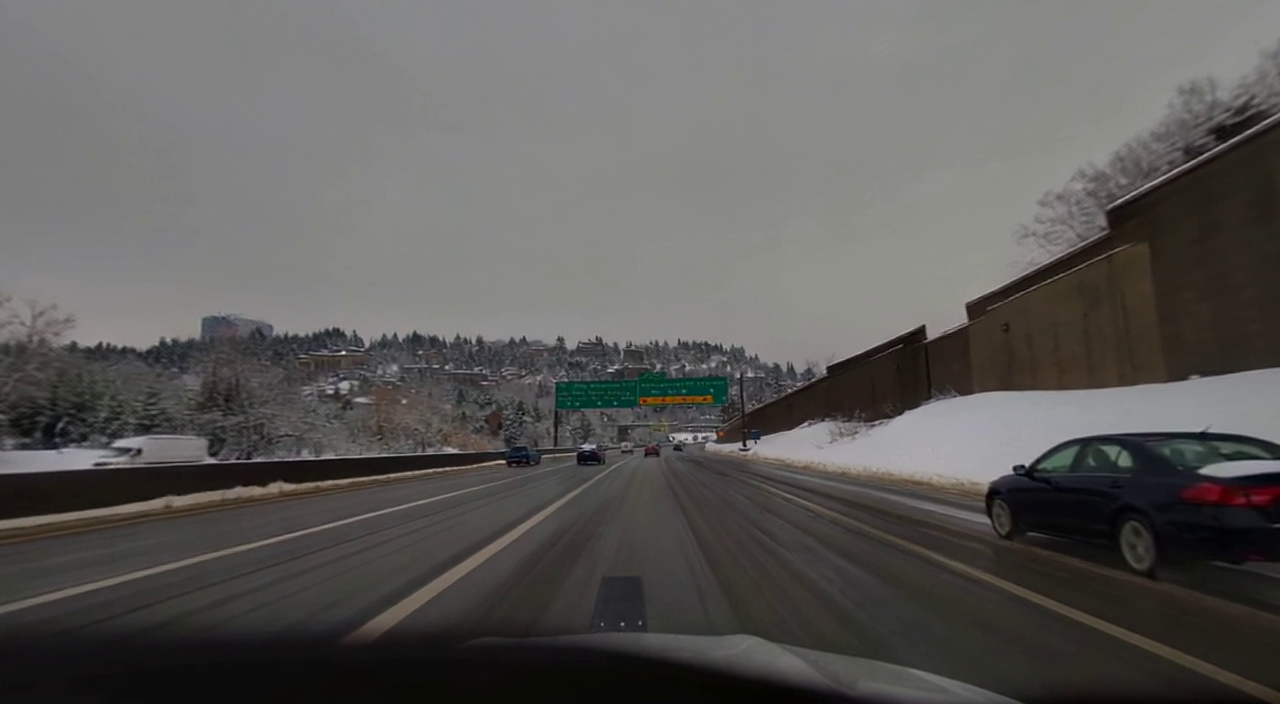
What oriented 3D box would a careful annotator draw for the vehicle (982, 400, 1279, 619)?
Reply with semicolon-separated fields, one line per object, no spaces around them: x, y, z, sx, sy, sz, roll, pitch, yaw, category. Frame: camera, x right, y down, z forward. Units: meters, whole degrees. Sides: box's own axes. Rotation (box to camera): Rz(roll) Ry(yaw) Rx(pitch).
5.994;1.492;6.842;2.122;1.646;4.491;-1;-8;2;vehicle

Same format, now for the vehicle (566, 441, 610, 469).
-3.503;7.056;43.504;2.172;1.824;5.031;-1;-8;5;vehicle
